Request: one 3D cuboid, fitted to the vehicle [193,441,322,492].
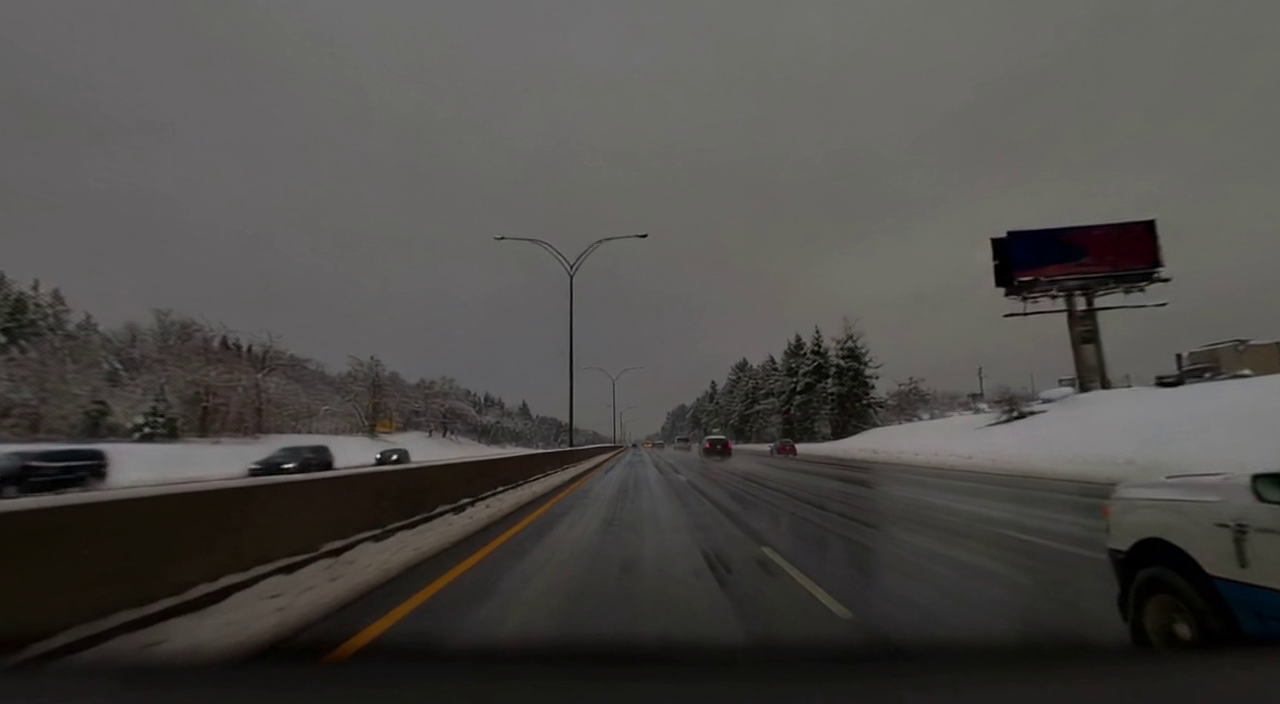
[{"bbox_3d":[-14.598,4.361,24.536,2.011,1.732,4.825,0,-8,0],"label":"vehicle"}]

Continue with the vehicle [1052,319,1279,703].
[{"bbox_3d":[3.308,0.581,1.222,1.973,1.710,4.476,0,-8,0],"label":"vehicle"}]
